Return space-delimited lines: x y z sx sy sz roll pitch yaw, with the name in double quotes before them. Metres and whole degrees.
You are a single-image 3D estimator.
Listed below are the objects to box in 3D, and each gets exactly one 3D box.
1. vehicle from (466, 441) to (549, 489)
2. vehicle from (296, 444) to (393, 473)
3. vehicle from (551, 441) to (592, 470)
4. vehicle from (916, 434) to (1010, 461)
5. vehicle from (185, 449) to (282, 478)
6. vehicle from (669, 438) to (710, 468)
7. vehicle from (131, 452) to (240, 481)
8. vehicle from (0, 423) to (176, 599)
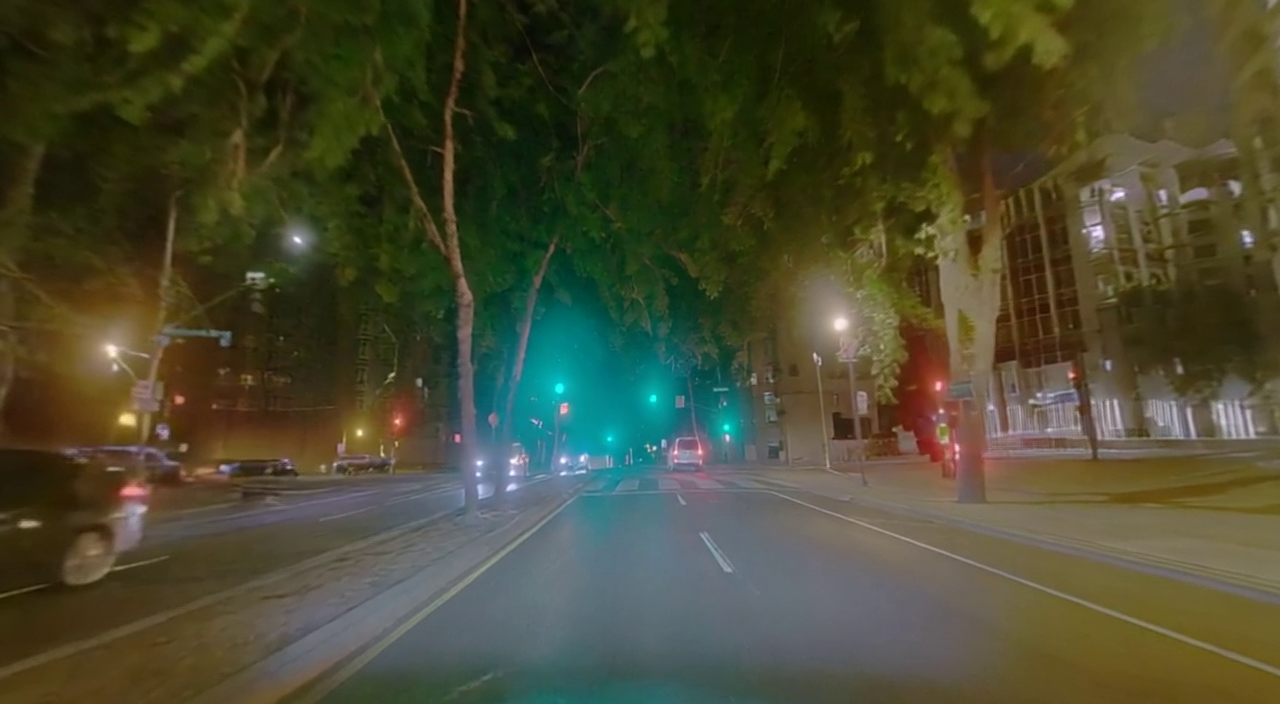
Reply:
"vehicle" -4.786 4.162 23.592 1.991 1.614 4.718 0 -9 1
"vehicle" -20.877 7.554 44.710 5.735 1.993 2.118 0 -9 -1
"vehicle" -4.485 6.803 41.755 2.123 1.798 4.508 0 -9 1
"vehicle" 18.961 5.655 37.158 4.459 1.525 1.956 0 -9 0
"vehicle" -23.700 6.494 36.844 4.276 1.570 2.044 0 -9 2
"vehicle" 3.025 6.325 39.535 2.129 1.719 4.205 0 -9 -1
"vehicle" -24.619 6.201 34.281 4.359 1.457 2.043 0 -9 2
"vehicle" -7.628 1.667 6.620 1.962 1.807 4.541 0 -9 1
